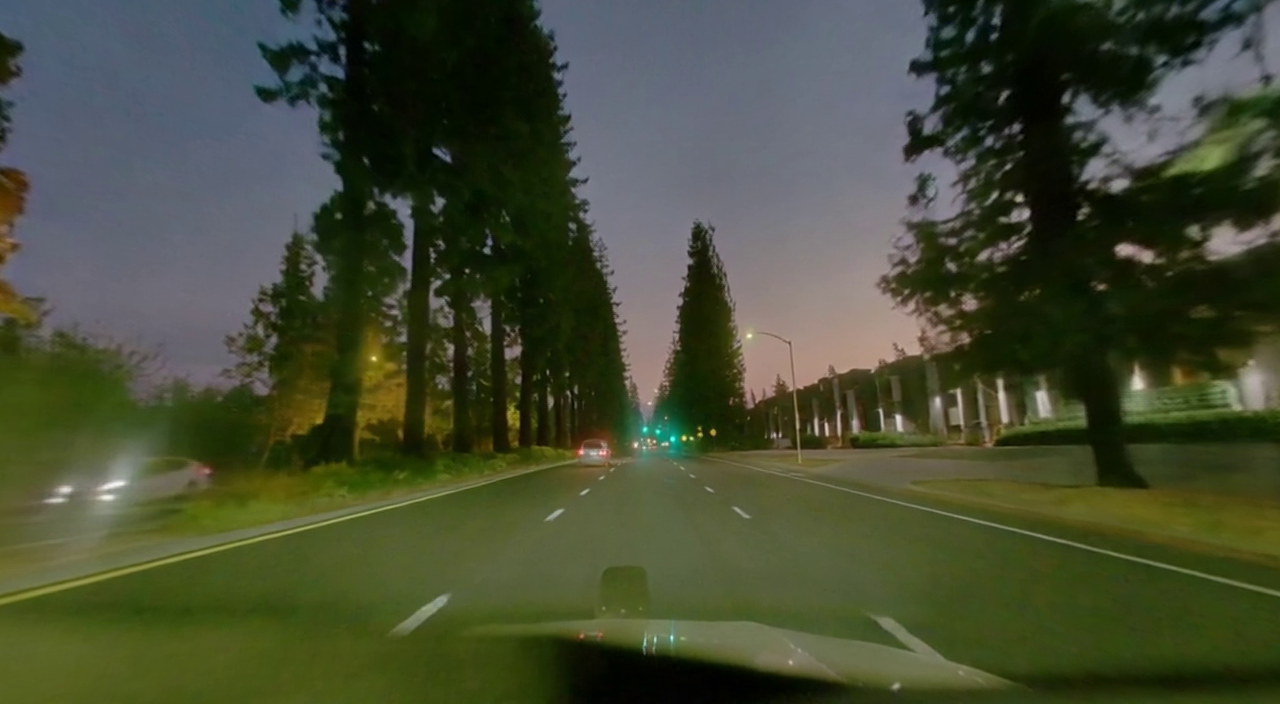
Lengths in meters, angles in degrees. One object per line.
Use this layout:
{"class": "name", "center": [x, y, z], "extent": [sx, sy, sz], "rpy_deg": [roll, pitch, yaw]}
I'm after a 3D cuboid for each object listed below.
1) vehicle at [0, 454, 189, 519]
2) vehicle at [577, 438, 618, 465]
{"class": "vehicle", "center": [-16.230, 3.950, 18.995], "extent": [1.923, 1.637, 4.409], "rpy_deg": [0, -8, 1]}
{"class": "vehicle", "center": [-2.758, 6.612, 42.102], "extent": [2.283, 1.716, 4.395], "rpy_deg": [0, -8, 1]}
